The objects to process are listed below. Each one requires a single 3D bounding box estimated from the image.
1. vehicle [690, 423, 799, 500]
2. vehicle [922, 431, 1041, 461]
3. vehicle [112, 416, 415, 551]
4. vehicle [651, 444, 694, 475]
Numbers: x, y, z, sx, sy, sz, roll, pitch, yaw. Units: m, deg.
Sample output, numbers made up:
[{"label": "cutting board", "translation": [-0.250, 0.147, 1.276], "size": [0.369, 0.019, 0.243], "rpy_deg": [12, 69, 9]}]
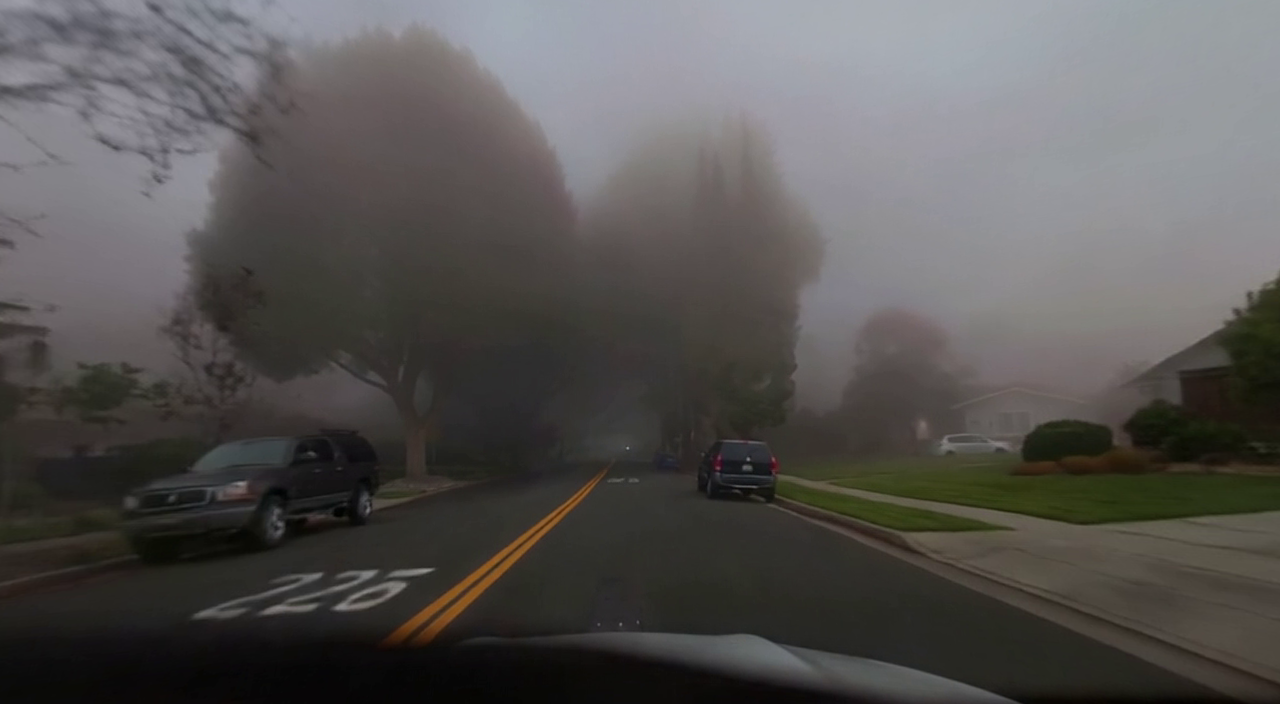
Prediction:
[{"label": "vehicle", "translation": [2.532, 2.794, 16.511], "size": [2.007, 1.702, 4.430], "rpy_deg": [0, -8, -1]}, {"label": "vehicle", "translation": [16.243, 4.482, 30.213], "size": [4.560, 1.350, 1.882], "rpy_deg": [-1, -8, 3]}, {"label": "vehicle", "translation": [-6.123, 2.245, 11.442], "size": [2.102, 1.801, 5.574], "rpy_deg": [-1, -9, -1]}, {"label": "vehicle", "translation": [1.756, 6.041, 35.728], "size": [1.988, 1.618, 4.567], "rpy_deg": [0, -8, -3]}]
